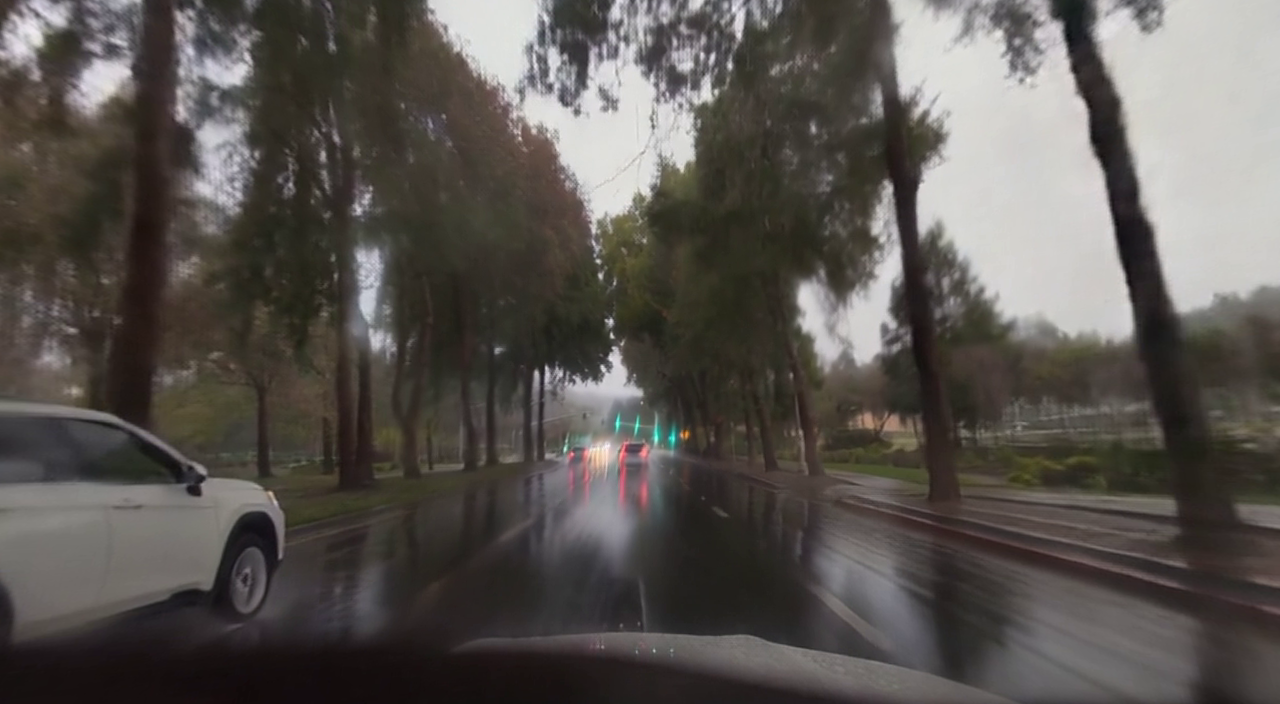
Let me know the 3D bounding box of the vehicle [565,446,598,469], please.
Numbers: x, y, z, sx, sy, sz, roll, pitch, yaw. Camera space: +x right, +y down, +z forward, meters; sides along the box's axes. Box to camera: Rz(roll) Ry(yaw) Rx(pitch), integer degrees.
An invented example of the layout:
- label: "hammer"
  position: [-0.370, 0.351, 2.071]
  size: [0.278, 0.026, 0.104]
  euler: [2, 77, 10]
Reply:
- label: "vehicle"
  position: [-4.121, 7.483, 45.075]
  size: [1.936, 1.538, 4.016]
  euler: [0, -8, 0]

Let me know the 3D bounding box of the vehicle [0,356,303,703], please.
- label: "vehicle"
  position: [-4.043, 0.959, 3.486]
  size: [1.860, 1.741, 4.479]
  euler: [0, -8, 0]

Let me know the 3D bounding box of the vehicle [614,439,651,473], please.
- label: "vehicle"
  position: [-0.405, 5.928, 36.221]
  size: [2.018, 1.769, 3.897]
  euler: [0, -8, 0]
